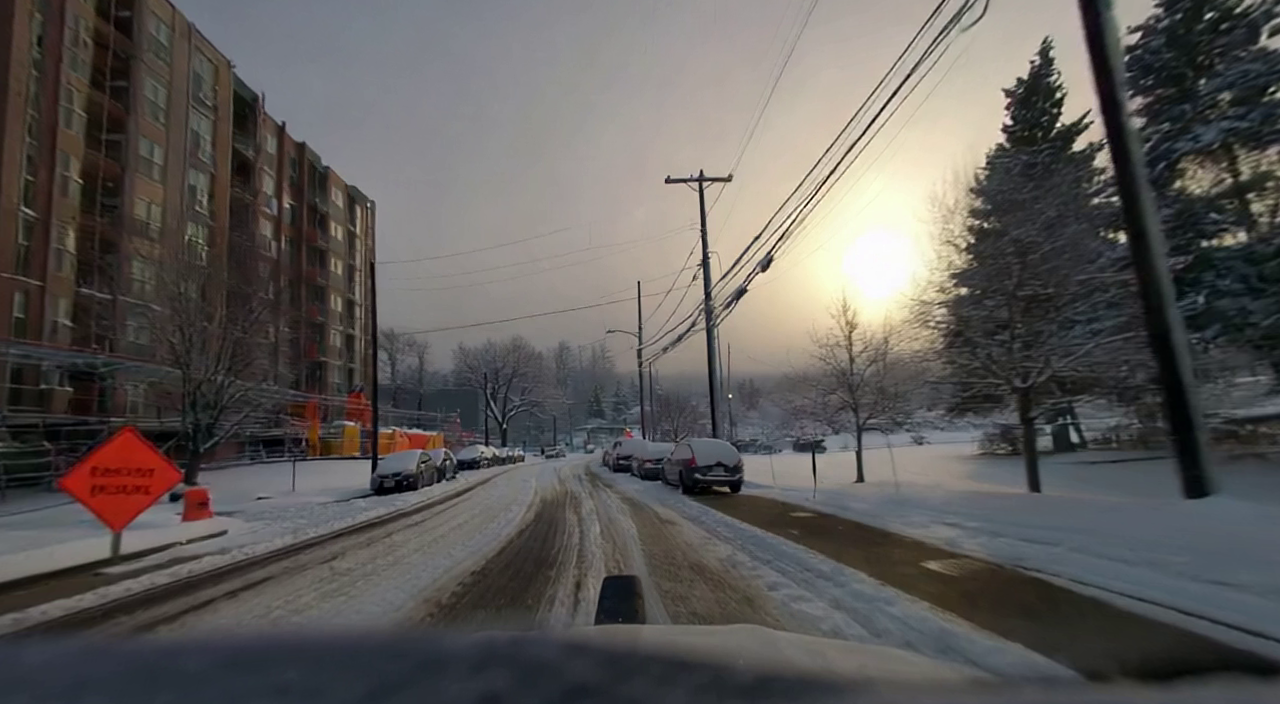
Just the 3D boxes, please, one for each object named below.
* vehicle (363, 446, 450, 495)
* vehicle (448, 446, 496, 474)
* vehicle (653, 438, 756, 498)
[{"bbox_3d":[-8.937,4.616,24.552,1.996,1.578,4.806,-3,-11,-5],"label":"vehicle"},{"bbox_3d":[-11.860,7.639,44.863,2.194,1.861,5.725,1,-9,-4],"label":"vehicle"},{"bbox_3d":[1.795,3.478,19.347,1.976,1.588,4.968,1,-9,-8],"label":"vehicle"}]
